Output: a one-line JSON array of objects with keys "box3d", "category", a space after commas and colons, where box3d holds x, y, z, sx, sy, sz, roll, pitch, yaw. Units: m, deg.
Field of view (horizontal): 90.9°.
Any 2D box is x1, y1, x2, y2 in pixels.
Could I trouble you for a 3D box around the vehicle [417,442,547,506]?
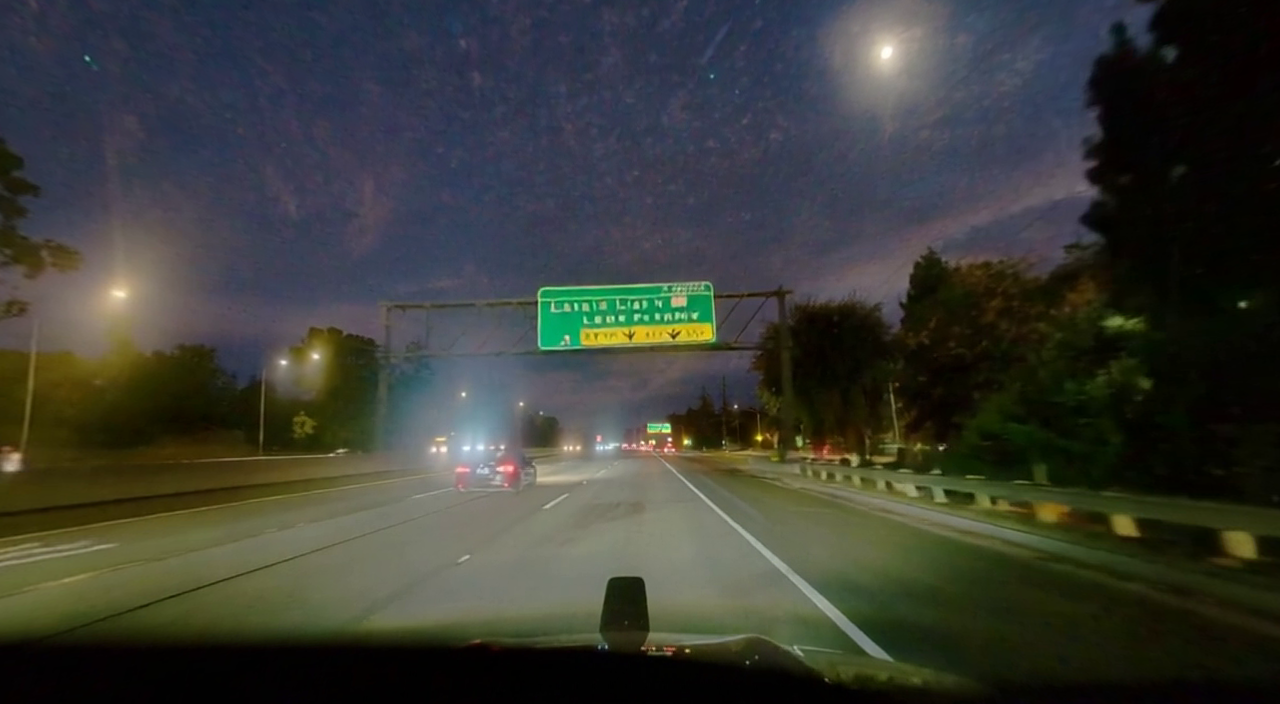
[{"box3d": [-3.807, 3.027, 16.174, 2.048, 1.368, 4.613, 0, -9, 1], "category": "vehicle"}]
